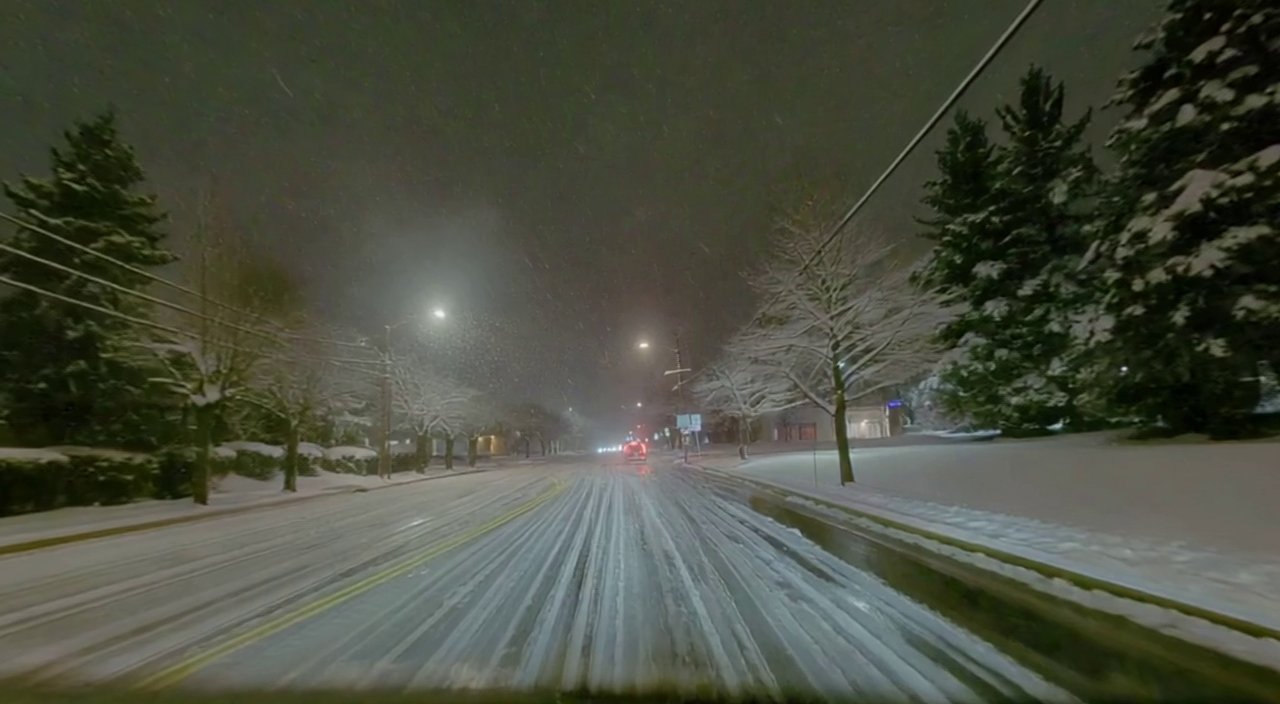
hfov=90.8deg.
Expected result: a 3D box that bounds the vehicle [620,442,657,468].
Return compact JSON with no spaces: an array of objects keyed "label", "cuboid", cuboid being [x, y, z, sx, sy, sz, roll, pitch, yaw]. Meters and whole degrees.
[{"label":"vehicle","cuboid":[-0.153,6.229,38.544,2.131,1.474,4.146,0,-8,-2]}]
